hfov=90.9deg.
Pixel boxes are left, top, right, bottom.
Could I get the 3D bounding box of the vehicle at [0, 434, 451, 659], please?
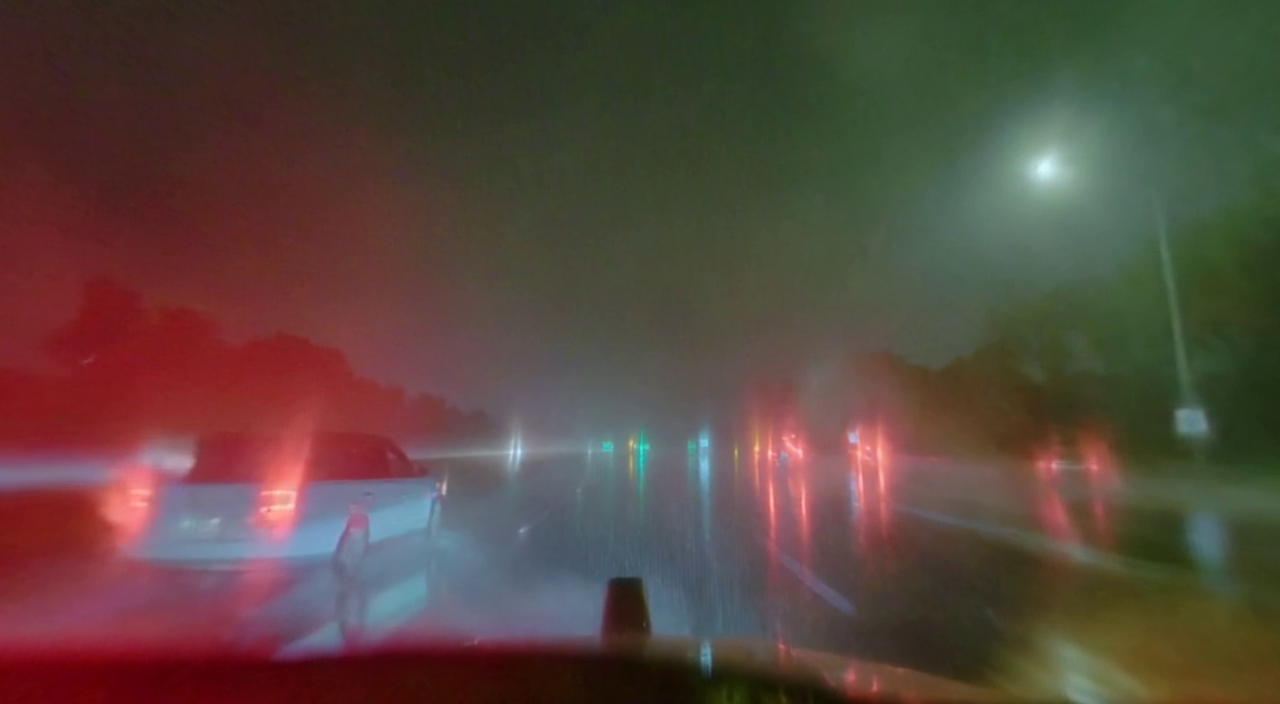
[{"bbox_3d":[-3.558,1.614,6.306,1.968,1.504,3.892,0,-8,3],"label":"vehicle"}]
